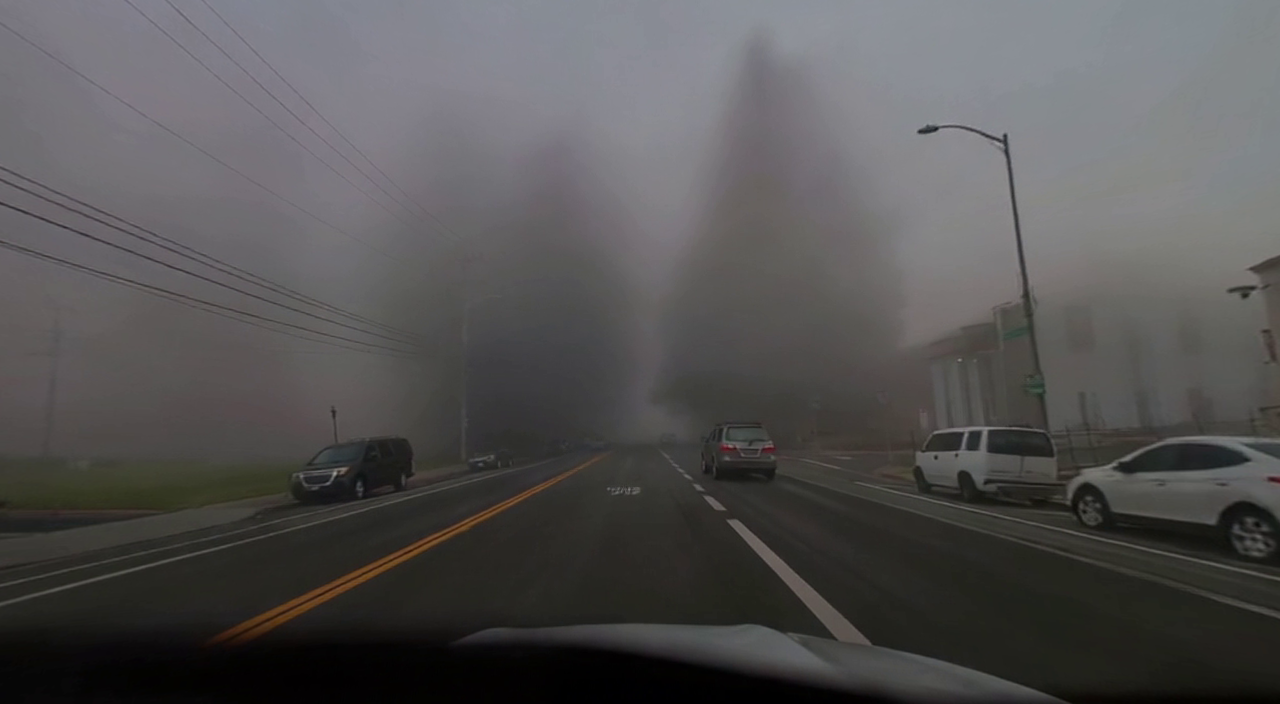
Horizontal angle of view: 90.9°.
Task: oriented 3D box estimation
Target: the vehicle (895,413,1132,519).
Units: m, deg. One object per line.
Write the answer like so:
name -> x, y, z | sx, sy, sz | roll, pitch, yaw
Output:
vehicle -> 7.939, 2.473, 14.311 | 2.133, 1.911, 5.455 | -1, -8, 2

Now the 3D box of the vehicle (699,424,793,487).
vehicle -> 3.103, 3.151, 19.531 | 2.004, 1.704, 4.573 | 0, -8, -1

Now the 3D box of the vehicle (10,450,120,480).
vehicle -> -32.005, 6.283, 35.321 | 1.746, 1.479, 4.603 | -1, -8, 2

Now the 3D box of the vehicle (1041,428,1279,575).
vehicle -> 7.550, 1.799, 8.070 | 1.862, 1.492, 4.571 | 2, -8, 0

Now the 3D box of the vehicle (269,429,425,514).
vehicle -> -8.940, 3.595, 19.939 | 2.419, 2.087, 5.334 | -3, -6, 0

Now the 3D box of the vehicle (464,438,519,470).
vehicle -> -8.906, 6.149, 38.213 | 2.228, 1.825, 4.522 | 0, -8, -1

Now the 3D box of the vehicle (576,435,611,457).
vehicle -> -3.485, 7.099, 47.725 | 2.054, 1.506, 4.325 | -1, -8, 4
